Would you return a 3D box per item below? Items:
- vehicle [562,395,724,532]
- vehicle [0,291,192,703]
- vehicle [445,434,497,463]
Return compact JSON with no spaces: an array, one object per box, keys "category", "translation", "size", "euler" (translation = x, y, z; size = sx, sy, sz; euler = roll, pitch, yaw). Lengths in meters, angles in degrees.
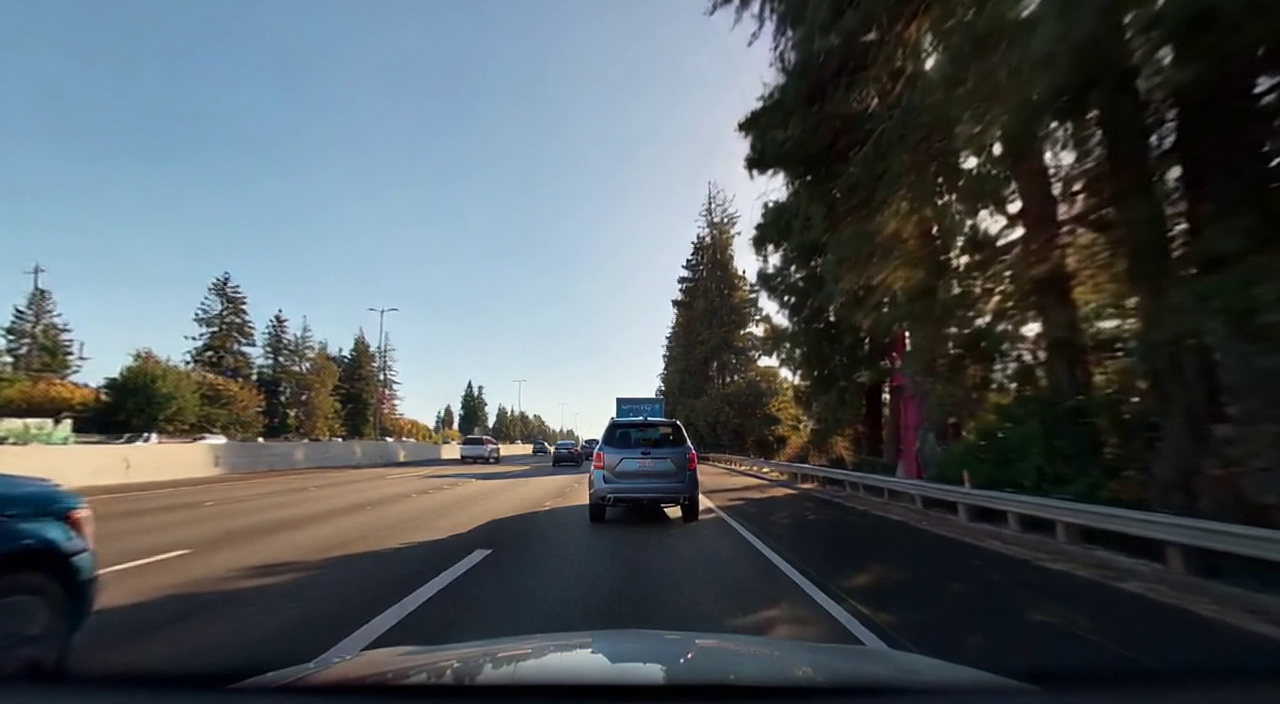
[{"category":"vehicle","translation":[0.023,1.997,11.763],"size":[2.395,2.013,4.734],"euler":[0,-8,-1]},{"category":"vehicle","translation":[-4.101,0.476,1.088],"size":[2.486,1.962,5.525],"euler":[0,-8,1]},{"category":"vehicle","translation":[-10.816,6.219,40.721],"size":[2.009,1.771,4.540],"euler":[0,-8,1]}]
